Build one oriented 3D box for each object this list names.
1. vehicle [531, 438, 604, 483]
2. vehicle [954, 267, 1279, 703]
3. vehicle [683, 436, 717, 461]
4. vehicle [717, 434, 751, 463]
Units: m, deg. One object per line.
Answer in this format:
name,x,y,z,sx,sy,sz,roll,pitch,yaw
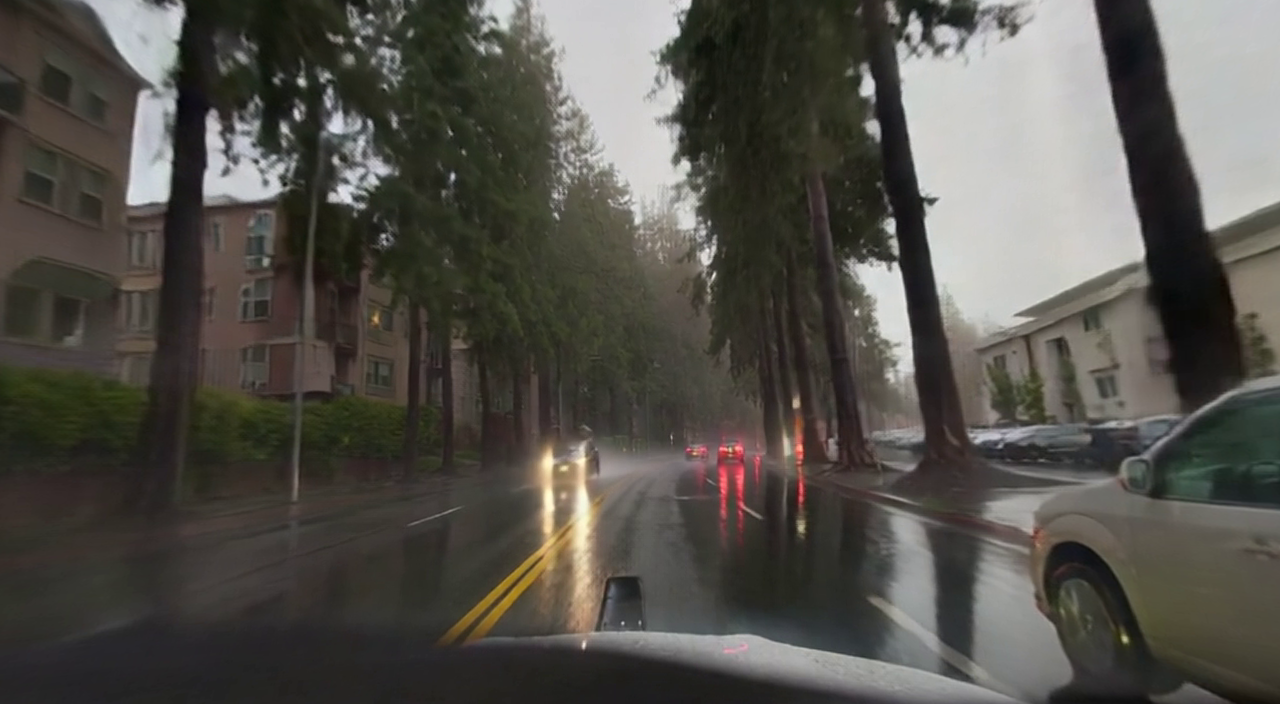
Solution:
vehicle,-2.636,4.069,23.873,1.958,1.538,4.081,-1,-8,5
vehicle,3.229,0.595,1.620,2.219,1.881,5.104,0,-8,1
vehicle,4.780,7.598,49.585,2.158,1.852,4.485,-2,-9,11
vehicle,6.220,6.404,41.815,2.069,1.791,4.422,-1,-8,8
